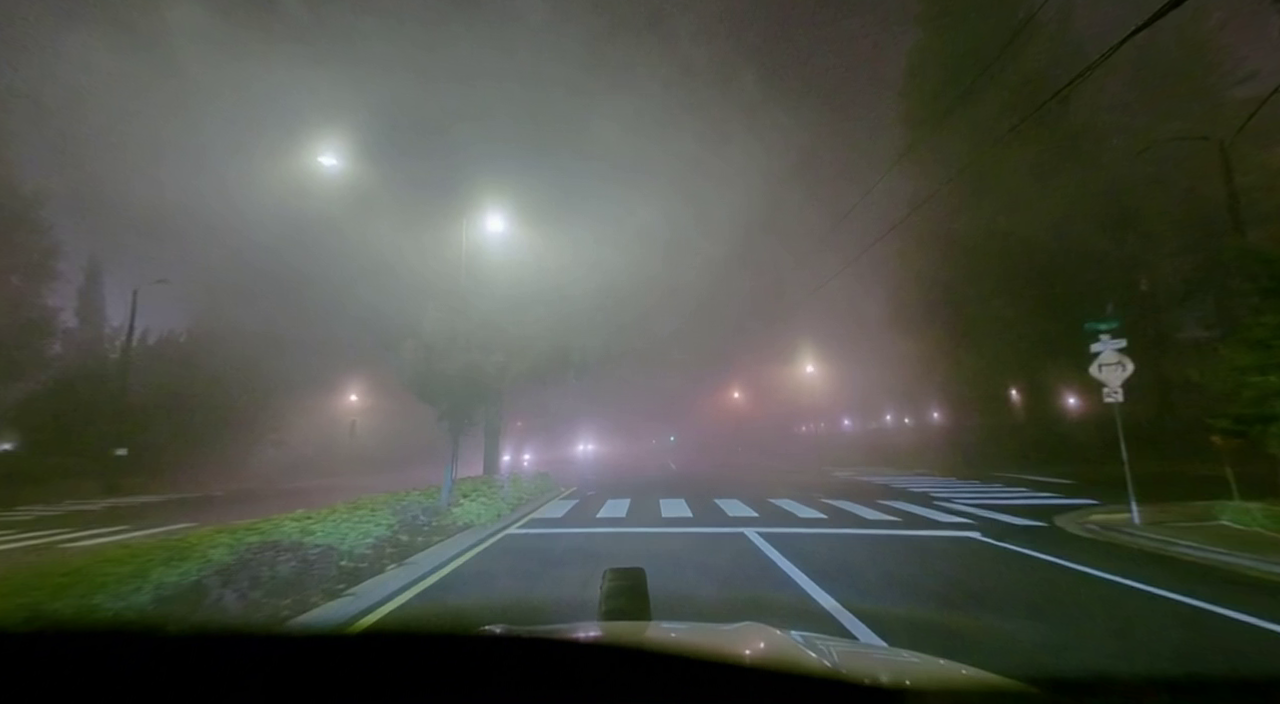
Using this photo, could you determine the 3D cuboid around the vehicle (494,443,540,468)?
[{"bbox_3d":[-7.720,6.495,39.885,1.900,1.472,4.574,0,-8,2],"label":"vehicle"}]
